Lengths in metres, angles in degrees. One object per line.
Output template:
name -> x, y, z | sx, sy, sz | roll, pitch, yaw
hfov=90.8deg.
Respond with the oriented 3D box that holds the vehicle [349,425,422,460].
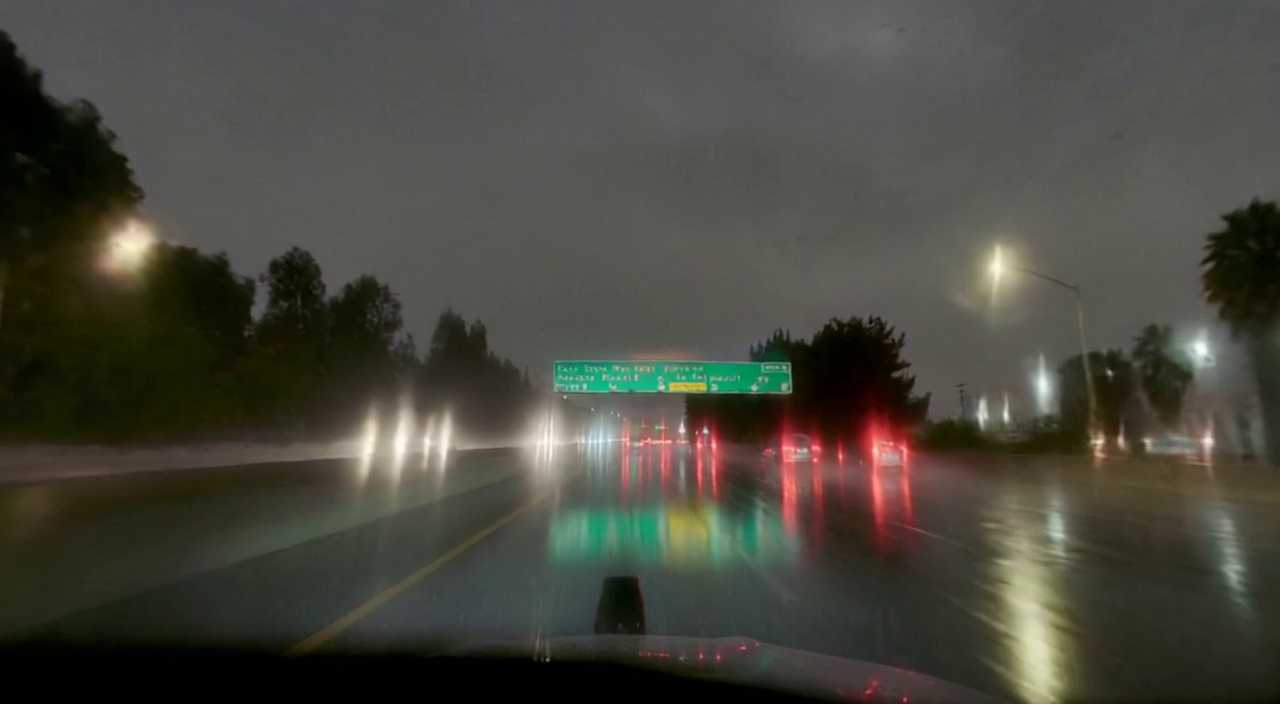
vehicle -> -13.407, 4.818, 33.622 | 2.006, 1.695, 4.512 | 0, -8, -1
